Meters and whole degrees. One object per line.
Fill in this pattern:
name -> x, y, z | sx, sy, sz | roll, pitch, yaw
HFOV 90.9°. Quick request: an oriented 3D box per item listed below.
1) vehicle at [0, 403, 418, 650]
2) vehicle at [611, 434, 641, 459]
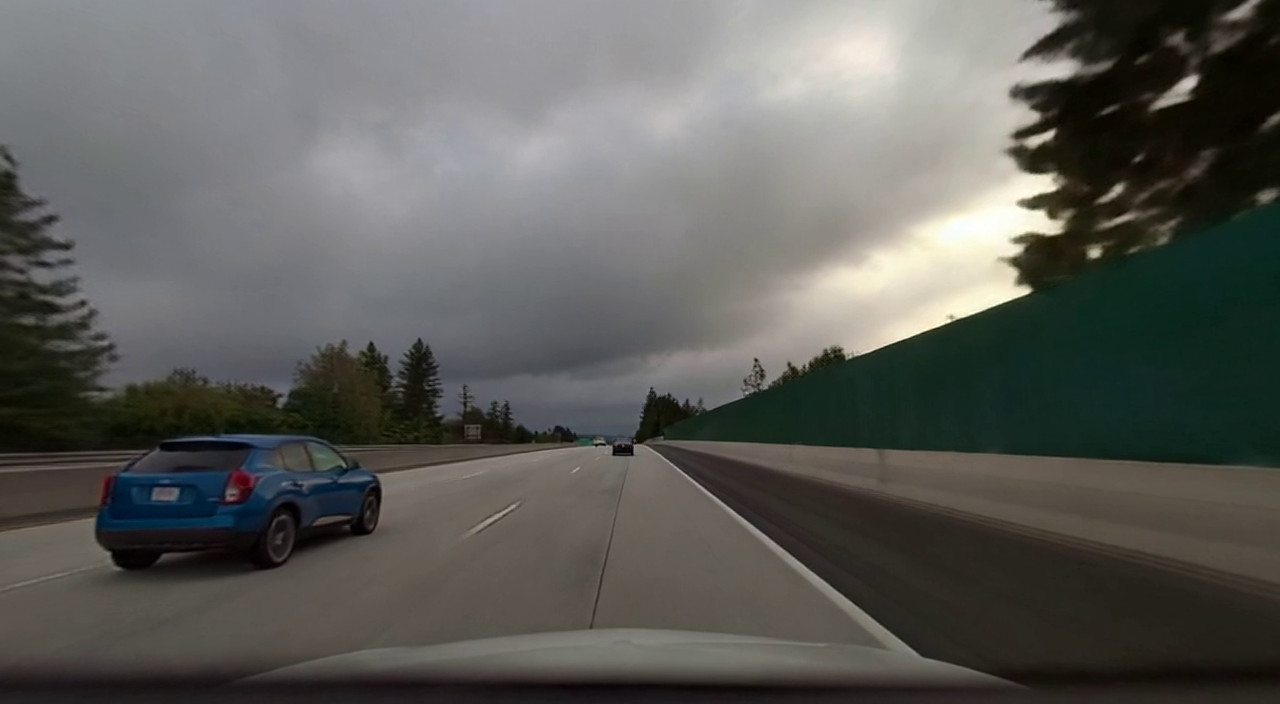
vehicle -> -4.158, 1.409, 6.404 | 2.072, 1.545, 4.767 | 0, -8, 0
vehicle -> -0.887, 5.982, 40.092 | 1.836, 1.450, 3.519 | 0, -8, -1
